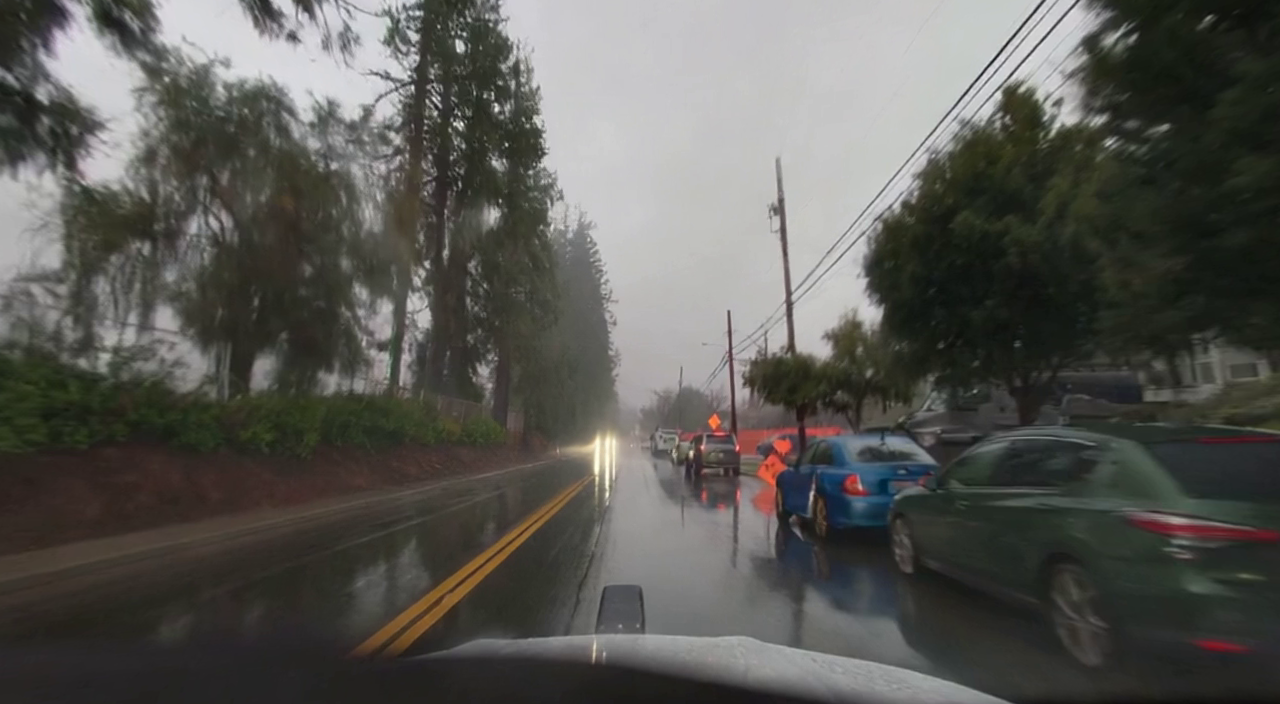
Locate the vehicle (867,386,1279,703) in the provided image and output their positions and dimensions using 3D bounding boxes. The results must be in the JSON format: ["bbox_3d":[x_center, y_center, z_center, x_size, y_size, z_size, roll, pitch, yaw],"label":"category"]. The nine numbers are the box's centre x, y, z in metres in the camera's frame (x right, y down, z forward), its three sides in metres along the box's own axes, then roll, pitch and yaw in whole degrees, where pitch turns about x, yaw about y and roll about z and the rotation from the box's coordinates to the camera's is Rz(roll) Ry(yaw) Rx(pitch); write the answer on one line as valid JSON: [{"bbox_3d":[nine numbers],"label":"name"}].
[{"bbox_3d":[3.282,1.122,3.811,2.019,1.517,4.434,0,-9,-2],"label":"vehicle"}]

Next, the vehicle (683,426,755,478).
[{"bbox_3d":[3.145,4.153,26.329,2.293,1.957,4.934,0,-9,0],"label":"vehicle"}]
